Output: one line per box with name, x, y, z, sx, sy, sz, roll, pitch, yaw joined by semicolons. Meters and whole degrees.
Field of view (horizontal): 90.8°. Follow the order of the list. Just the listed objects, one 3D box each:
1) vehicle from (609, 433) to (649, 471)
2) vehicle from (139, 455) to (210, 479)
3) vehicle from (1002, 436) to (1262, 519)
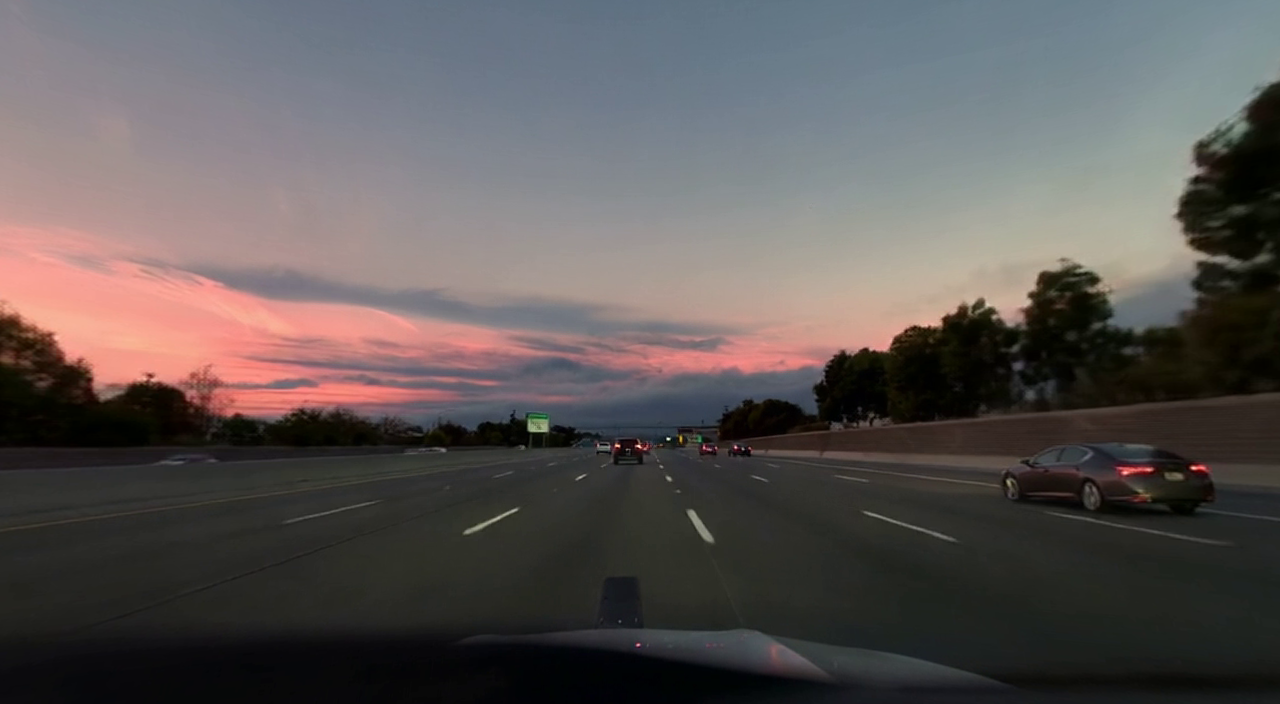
vehicle;-0.494;5.157;32.702;1.893;1.827;4.513;0;-9;1
vehicle;-31.920;7.849;43.413;1.770;1.494;3.939;0;-9;1
vehicle;9.960;2.546;13.392;1.900;1.432;4.519;0;-9;0
